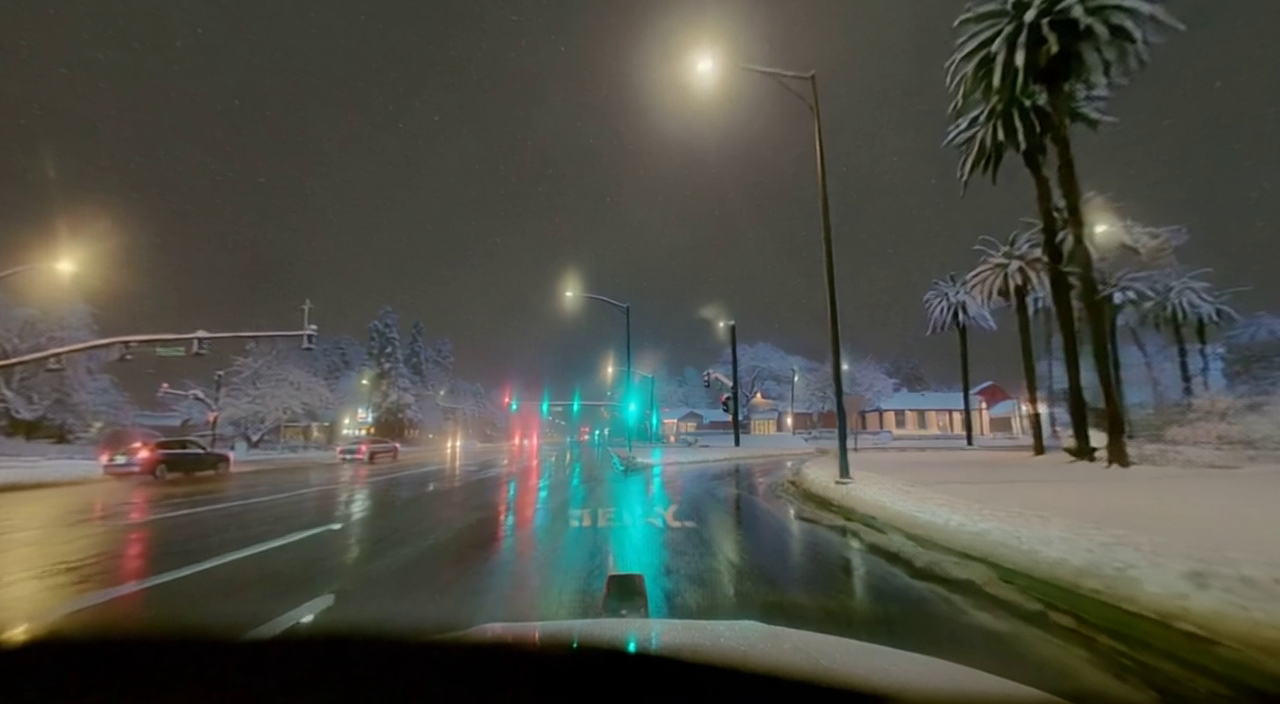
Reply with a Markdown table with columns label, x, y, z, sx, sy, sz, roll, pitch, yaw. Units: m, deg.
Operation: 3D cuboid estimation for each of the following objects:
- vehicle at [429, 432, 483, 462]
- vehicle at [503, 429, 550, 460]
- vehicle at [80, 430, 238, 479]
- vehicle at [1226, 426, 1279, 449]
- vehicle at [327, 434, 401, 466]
| label | x | y | z | sx | sy | sz | roll | pitch | yaw |
| --- | --- | --- | --- | --- | --- | --- | --- | --- | --- |
| vehicle | -10.540 | 5.491 | 36.247 | 1.977 | 1.584 | 3.983 | 0 | -8 | -2 |
| vehicle | -6.982 | 5.740 | 39.090 | 2.114 | 1.784 | 4.450 | 0 | -8 | -1 |
| vehicle | -16.171 | 3.480 | 21.484 | 1.916 | 1.481 | 4.430 | 0 | -8 | -1 |
| vehicle | 46.913 | 6.436 | 47.048 | 4.254 | 1.675 | 2.020 | 1 | -8 | -9 |
| vehicle | -13.656 | 4.891 | 31.377 | 1.900 | 1.462 | 4.225 | 1 | -8 | -2 |
